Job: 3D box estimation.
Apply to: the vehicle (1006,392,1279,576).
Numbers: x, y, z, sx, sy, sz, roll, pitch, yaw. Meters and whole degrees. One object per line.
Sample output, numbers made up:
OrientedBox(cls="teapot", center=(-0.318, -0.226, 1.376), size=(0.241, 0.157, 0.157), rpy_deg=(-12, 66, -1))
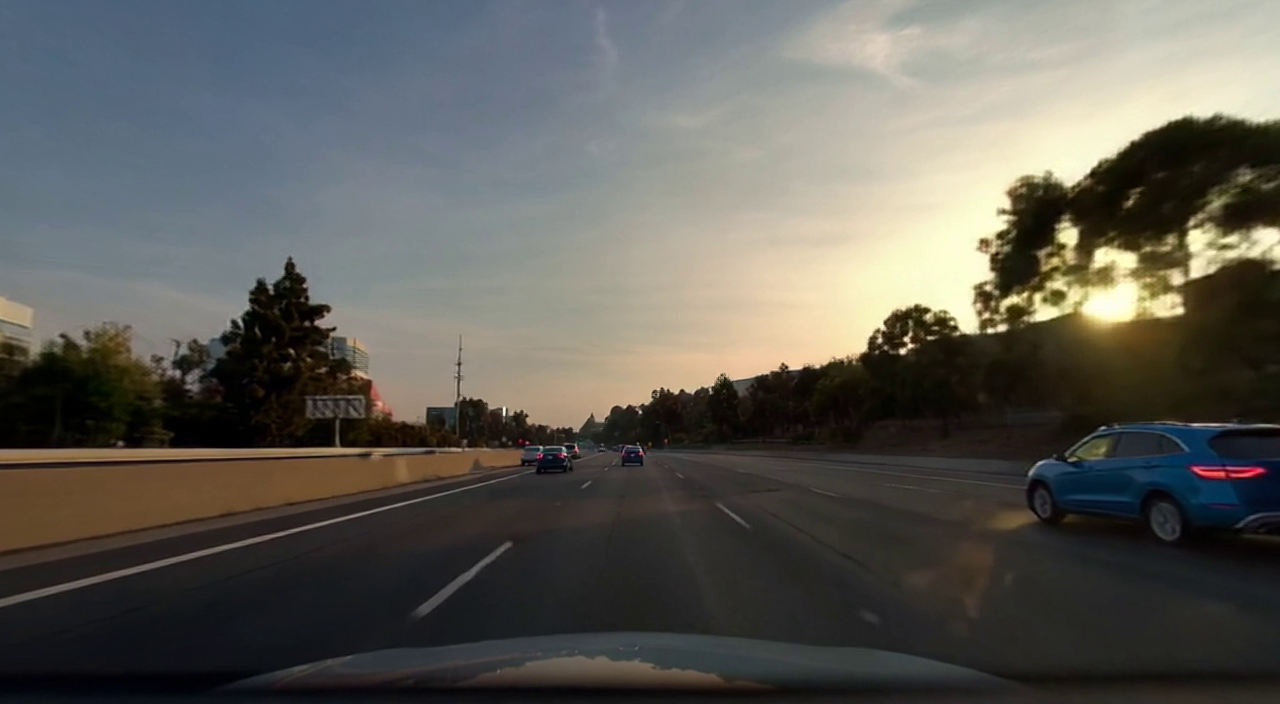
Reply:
OrientedBox(cls="vehicle", center=(7.315, 1.614, 8.353), size=(2.028, 1.801, 4.741), rpy_deg=(0, -9, -1))

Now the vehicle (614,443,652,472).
OrientedBox(cls="vehicle", center=(-0.409, 5.880, 35.309), size=(1.997, 1.485, 4.094), rpy_deg=(0, -9, -1))

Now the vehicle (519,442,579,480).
OrientedBox(cls="vehicle", center=(-3.824, 4.664, 27.384), size=(1.886, 1.465, 4.625), rpy_deg=(0, -9, 0))

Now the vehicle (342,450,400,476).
OrientedBox(cls="vehicle", center=(-16.793, 6.942, 39.680), size=(1.903, 1.526, 3.970), rpy_deg=(0, -9, 0))
